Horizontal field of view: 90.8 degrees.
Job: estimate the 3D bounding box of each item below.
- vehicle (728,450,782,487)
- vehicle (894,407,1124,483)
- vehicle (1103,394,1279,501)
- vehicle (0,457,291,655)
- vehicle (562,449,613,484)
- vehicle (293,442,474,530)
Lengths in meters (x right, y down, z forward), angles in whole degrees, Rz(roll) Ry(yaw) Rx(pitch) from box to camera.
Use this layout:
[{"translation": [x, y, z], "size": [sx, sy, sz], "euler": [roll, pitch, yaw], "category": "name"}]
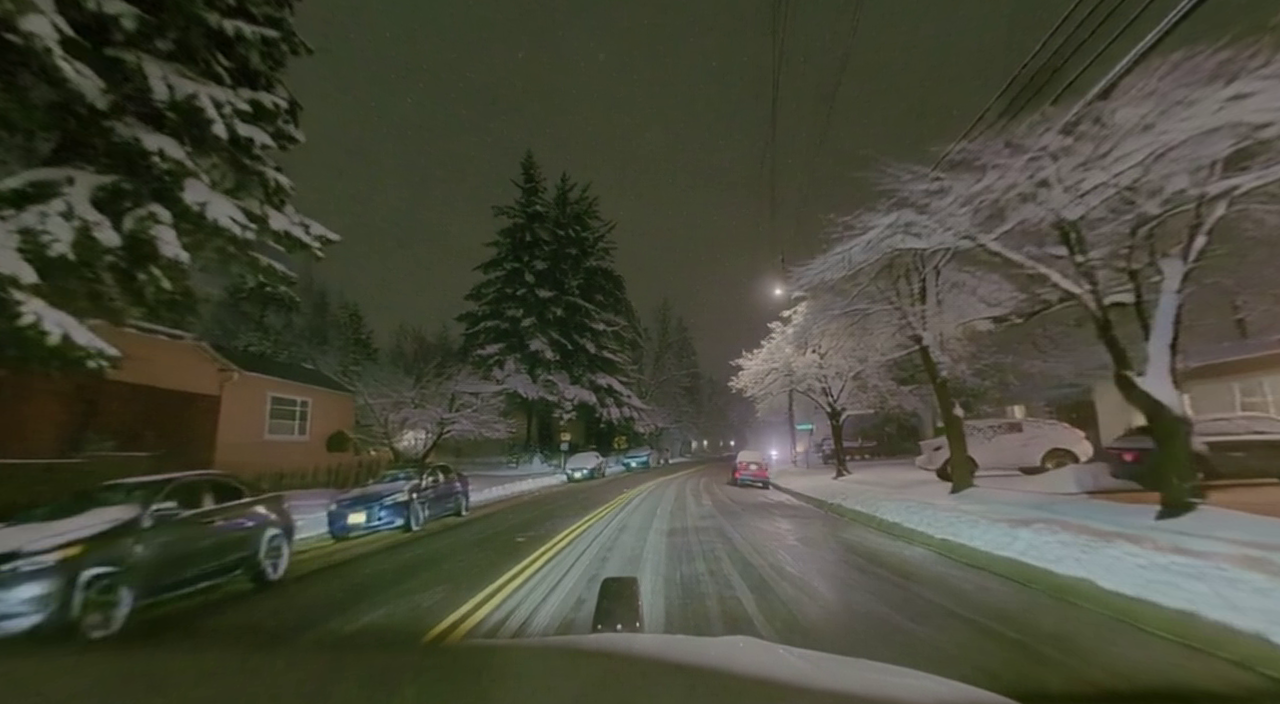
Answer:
[{"translation": [4.962, 5.054, 27.752], "size": [1.972, 1.460, 4.137], "euler": [-1, -9, 5], "category": "vehicle"}, {"translation": [10.066, 2.614, 17.668], "size": [5.009, 1.906, 2.046], "euler": [-2, -9, 8], "category": "vehicle"}, {"translation": [10.553, 1.489, 10.072], "size": [4.744, 1.507, 1.953], "euler": [-1, -8, 0], "category": "vehicle"}, {"translation": [-5.866, 2.030, 6.598], "size": [1.886, 1.494, 4.149], "euler": [-2, -14, 2], "category": "vehicle"}, {"translation": [-2.887, 6.489, 35.434], "size": [2.005, 1.557, 4.172], "euler": [-4, -15, 7], "category": "vehicle"}, {"translation": [-5.368, 3.103, 13.999], "size": [1.972, 1.536, 4.347], "euler": [-3, -16, 3], "category": "vehicle"}]
